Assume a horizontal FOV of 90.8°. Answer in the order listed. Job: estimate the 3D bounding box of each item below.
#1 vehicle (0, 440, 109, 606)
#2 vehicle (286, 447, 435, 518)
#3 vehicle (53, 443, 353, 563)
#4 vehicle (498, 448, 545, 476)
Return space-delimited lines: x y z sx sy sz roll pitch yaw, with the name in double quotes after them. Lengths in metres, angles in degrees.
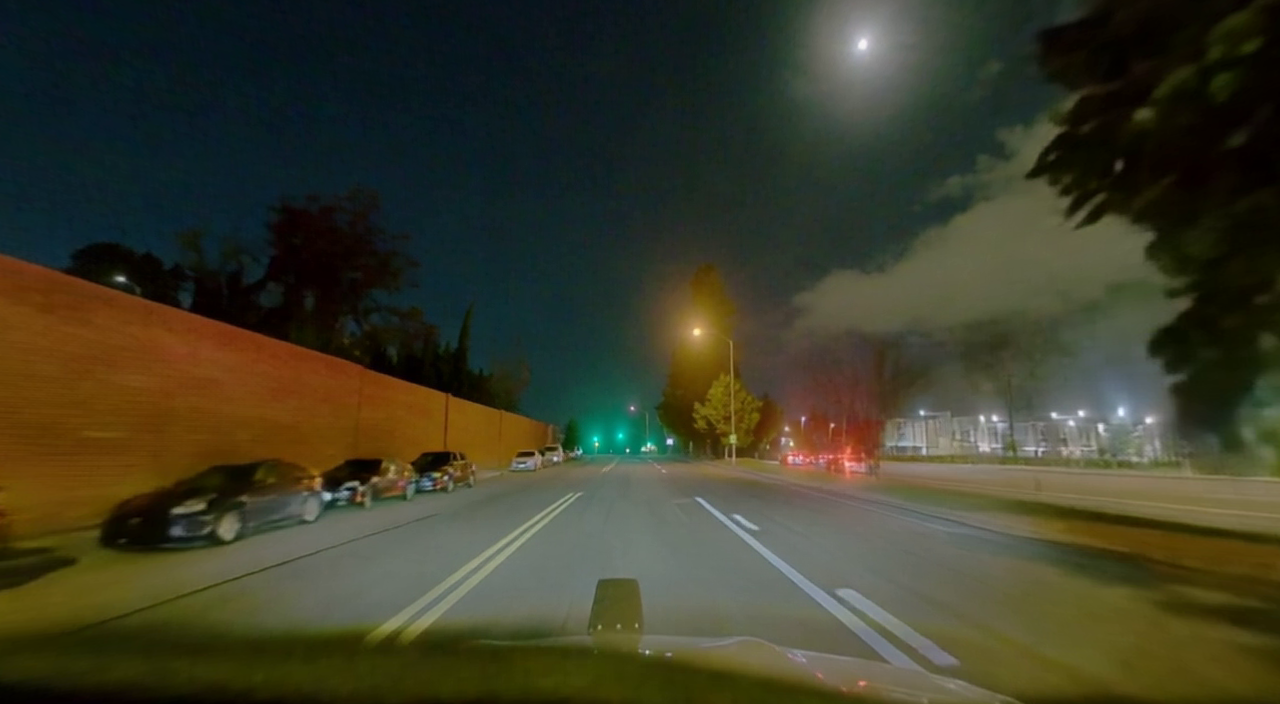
-6.777 1.391 4.578 1.899 1.485 4.593 2 -8 -1 "vehicle"
-6.792 3.164 15.962 1.760 1.434 4.471 1 -8 -1 "vehicle"
-6.855 2.336 10.700 1.779 1.473 4.510 1 -8 1 "vehicle"
-7.072 6.613 38.165 1.989 1.485 4.218 2 -8 0 "vehicle"
